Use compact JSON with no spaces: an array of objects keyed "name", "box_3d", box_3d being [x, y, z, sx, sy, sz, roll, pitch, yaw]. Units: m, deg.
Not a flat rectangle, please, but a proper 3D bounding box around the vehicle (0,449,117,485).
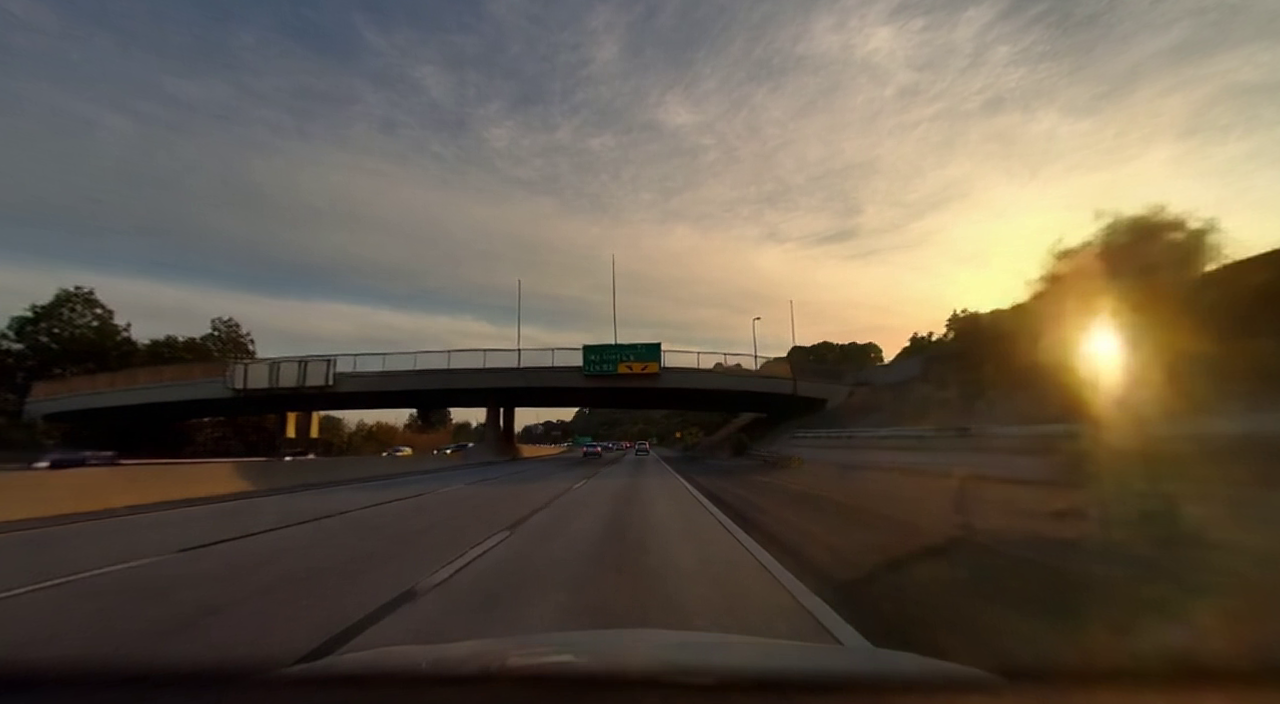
[{"name":"vehicle","box_3d":[-28.900,5.628,31.182,1.912,1.552,4.718,0,-8,1]}]
